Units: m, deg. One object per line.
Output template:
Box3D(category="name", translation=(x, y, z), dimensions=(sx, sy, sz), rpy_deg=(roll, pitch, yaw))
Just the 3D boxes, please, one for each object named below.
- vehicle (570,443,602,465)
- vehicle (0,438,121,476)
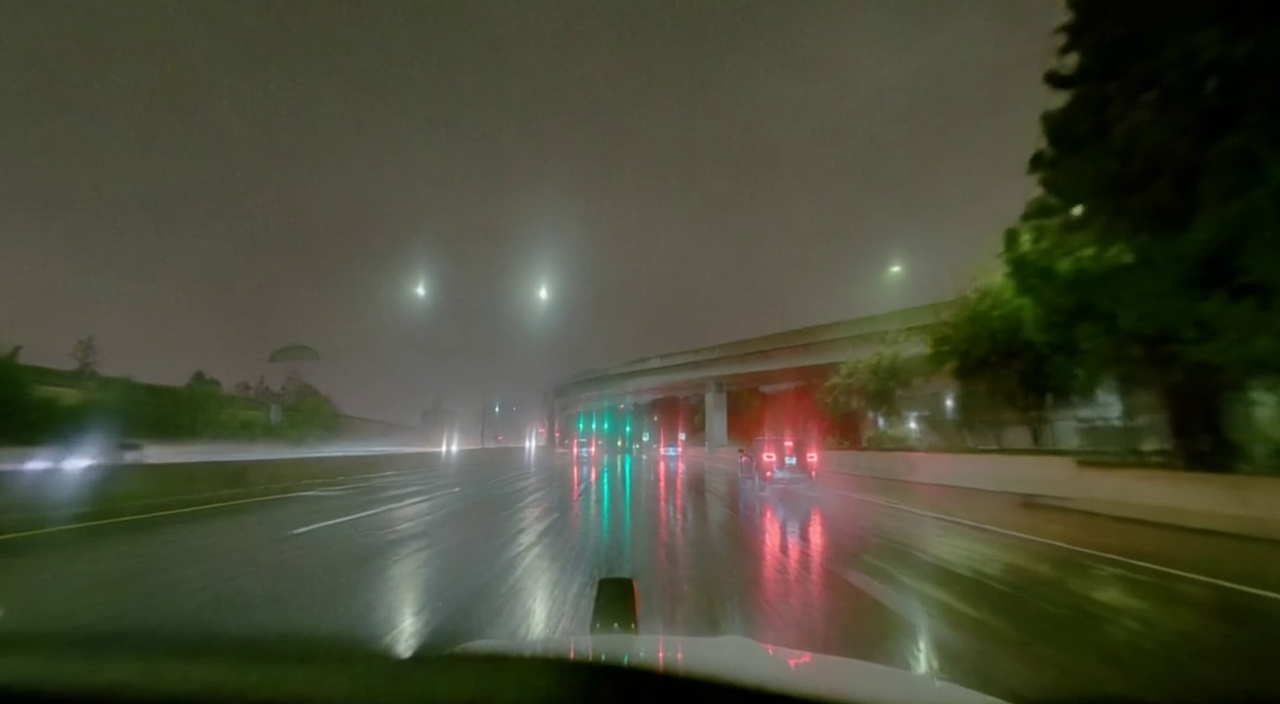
Box3D(category="vehicle", translation=(-3.915, 7.522, 46.741), dimensions=(2.037, 1.514, 4.335), rpy_deg=(0, -8, -1))
Box3D(category="vehicle", translation=(-24.620, 4.389, 26.630), dimensions=(1.889, 1.472, 4.455), rpy_deg=(0, -8, -4))
